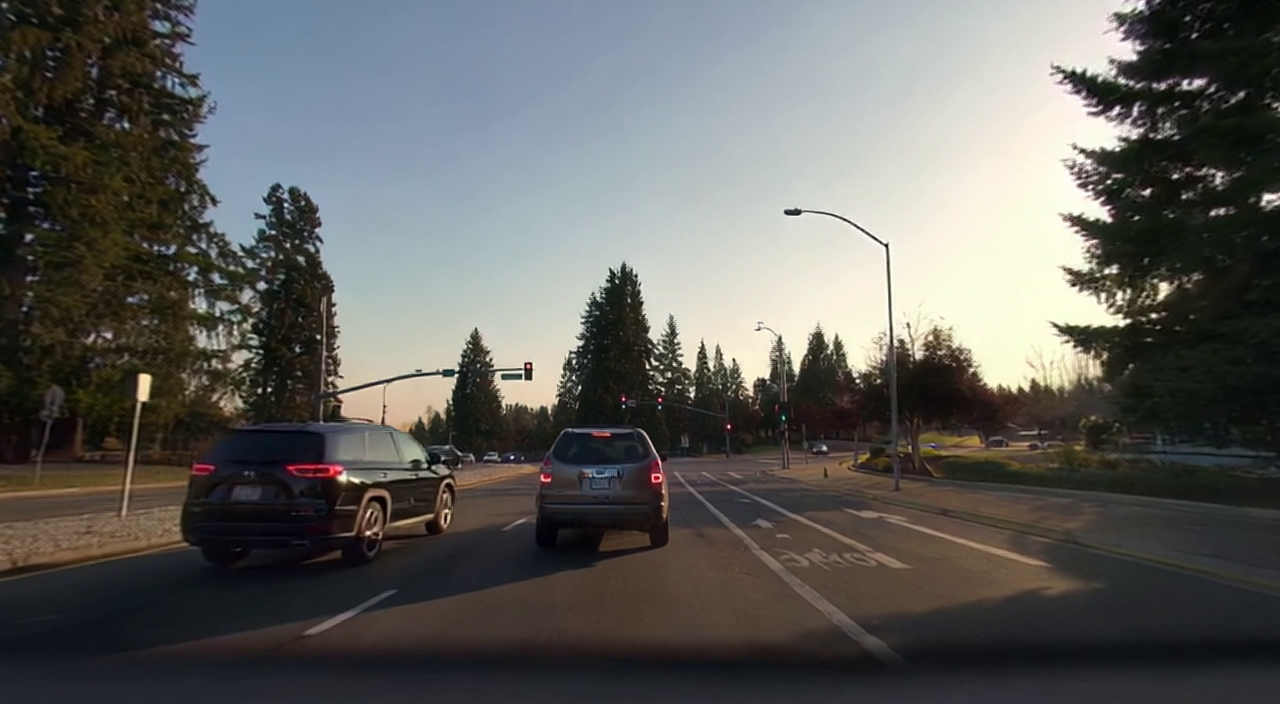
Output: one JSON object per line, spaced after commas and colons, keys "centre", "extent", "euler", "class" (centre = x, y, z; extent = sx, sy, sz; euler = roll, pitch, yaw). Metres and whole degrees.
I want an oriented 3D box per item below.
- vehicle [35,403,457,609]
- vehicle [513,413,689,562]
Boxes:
{"centre": [-3.908, 1.595, 7.488], "extent": [2.009, 1.673, 4.454], "euler": [0, -8, 2], "class": "vehicle"}
{"centre": [-0.438, 2.021, 10.236], "extent": [2.131, 1.793, 5.016], "euler": [0, -8, 1], "class": "vehicle"}
